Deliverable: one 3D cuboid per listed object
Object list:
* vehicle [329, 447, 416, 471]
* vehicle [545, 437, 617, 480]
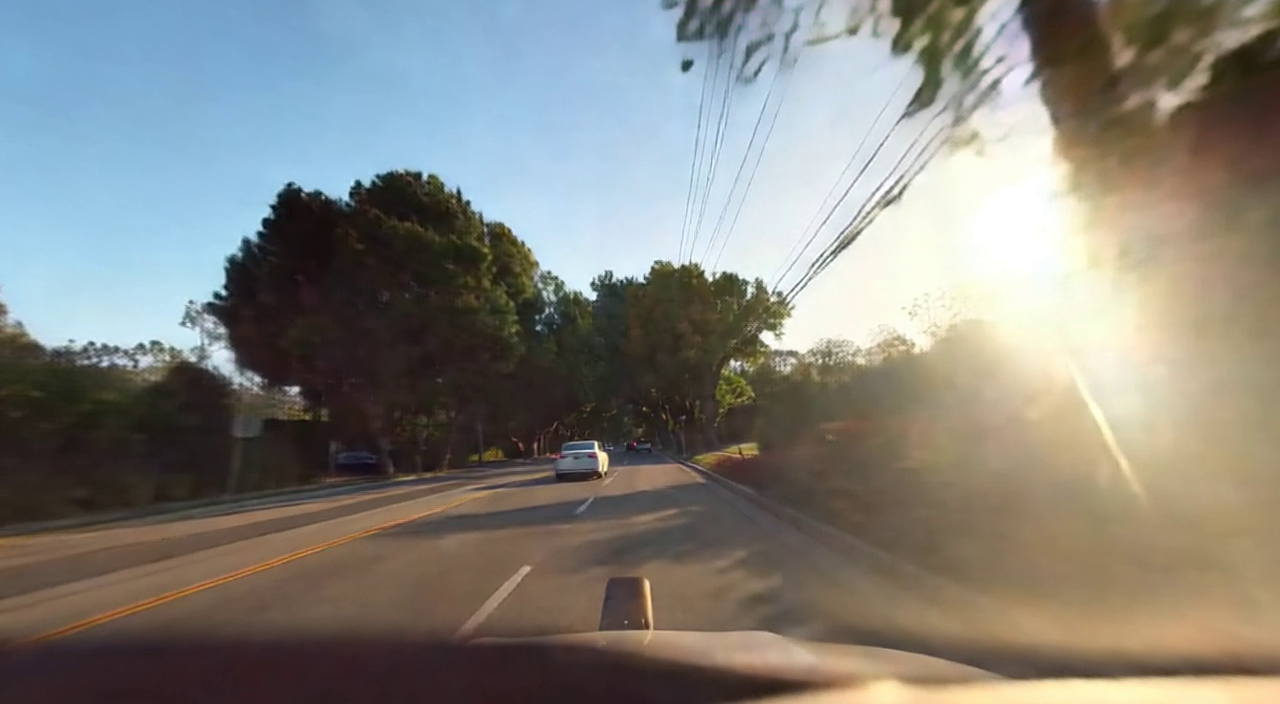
[{"bbox_3d":[-17.839,7.140,42.152,4.916,1.474,2.008,0,-8,1],"label":"vehicle"},{"bbox_3d":[-2.141,4.049,24.286,2.153,1.461,4.374,-1,-8,3],"label":"vehicle"}]
